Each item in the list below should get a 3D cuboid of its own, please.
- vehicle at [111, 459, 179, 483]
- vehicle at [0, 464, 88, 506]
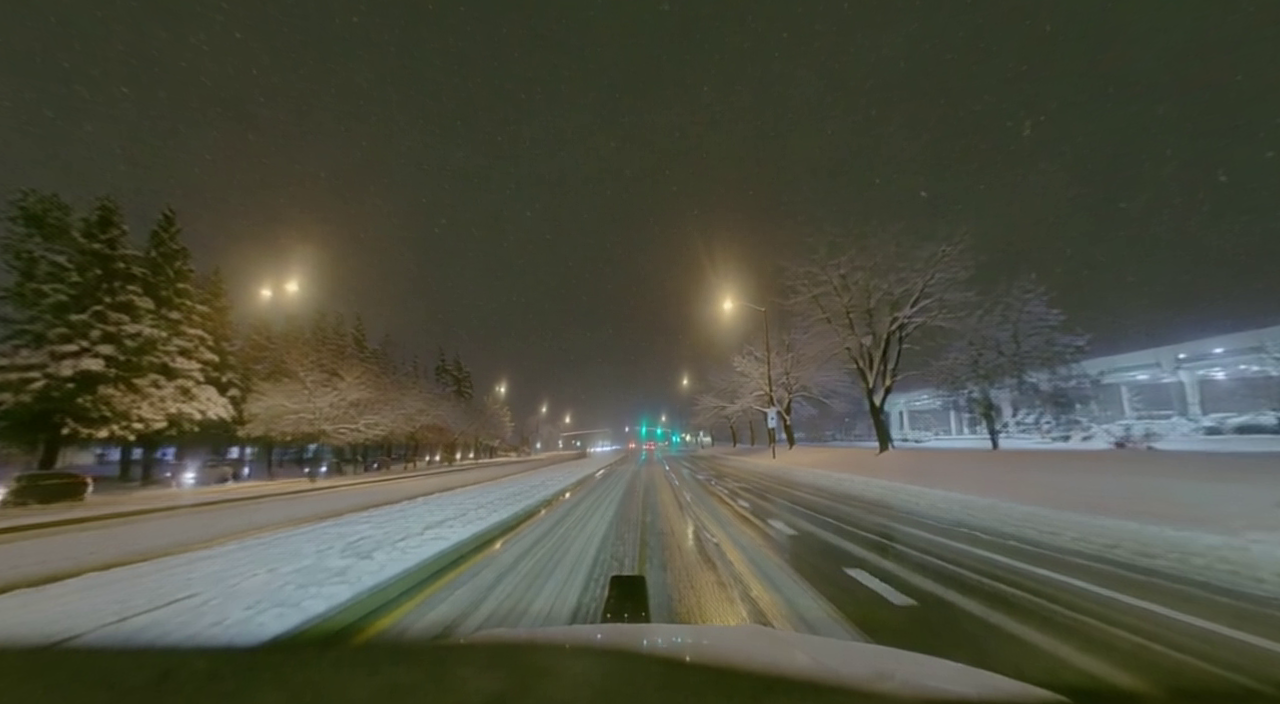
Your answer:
[{"bbox_3d":[-37.386,8.984,47.740,1.819,1.589,4.040,0,-8,1],"label":"vehicle"},{"bbox_3d":[-29.848,6.394,30.490,1.902,1.746,4.706,0,-8,1],"label":"vehicle"}]
